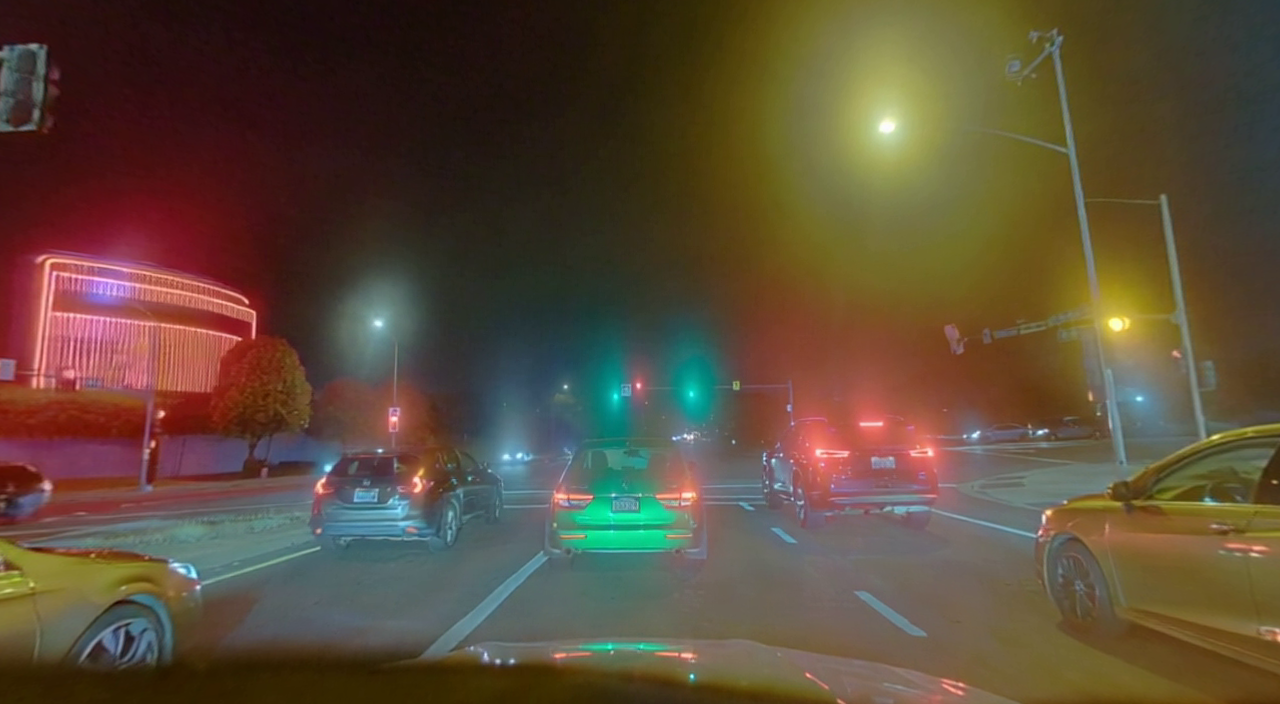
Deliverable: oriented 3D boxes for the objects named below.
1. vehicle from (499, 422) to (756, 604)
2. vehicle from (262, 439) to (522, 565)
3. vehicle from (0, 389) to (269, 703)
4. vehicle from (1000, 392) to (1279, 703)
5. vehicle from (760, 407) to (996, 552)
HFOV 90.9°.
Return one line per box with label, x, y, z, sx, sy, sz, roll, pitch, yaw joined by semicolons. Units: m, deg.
vehicle;-0.133;1.649;7.382;2.140;1.499;4.119;0;-8;-1
vehicle;-3.299;2.068;9.544;1.995;1.436;4.373;-1;-8;2
vehicle;-3.474;0.841;1.841;2.016;1.547;4.414;0;-8;1
vehicle;3.936;0.972;3.108;1.800;1.519;4.198;0;-8;0
vehicle;3.307;1.866;9.839;1.992;1.744;4.183;0;-8;0
